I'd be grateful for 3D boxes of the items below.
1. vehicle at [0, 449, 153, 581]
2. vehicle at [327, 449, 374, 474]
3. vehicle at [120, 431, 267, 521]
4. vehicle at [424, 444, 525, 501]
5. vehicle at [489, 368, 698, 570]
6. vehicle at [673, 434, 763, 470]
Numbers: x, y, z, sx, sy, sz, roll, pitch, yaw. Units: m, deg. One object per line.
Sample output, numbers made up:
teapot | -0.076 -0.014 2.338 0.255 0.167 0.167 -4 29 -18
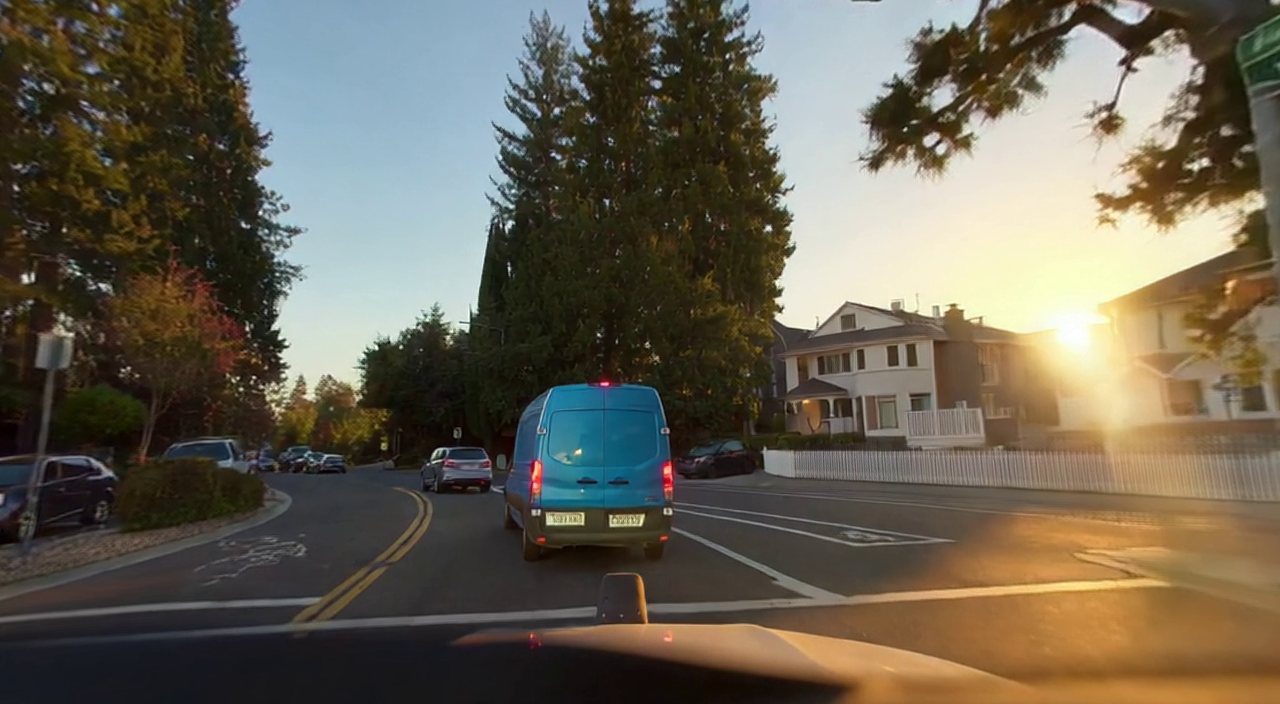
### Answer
vehicle | -8.377 1.959 7.820 1.952 1.461 4.377 2 -9 -13
vehicle | -18.810 7.078 40.917 1.911 1.493 4.291 6 -10 -35
vehicle | -11.238 3.071 16.387 2.228 1.871 5.492 4 -10 -27
vehicle | -5.031 3.471 18.741 2.008 1.445 4.386 4 -9 -26
vehicle | -1.019 1.611 9.318 2.213 2.124 4.809 2 -9 -14
vehicle | 4.124 5.204 33.171 4.559 1.754 1.985 6 -11 -36
